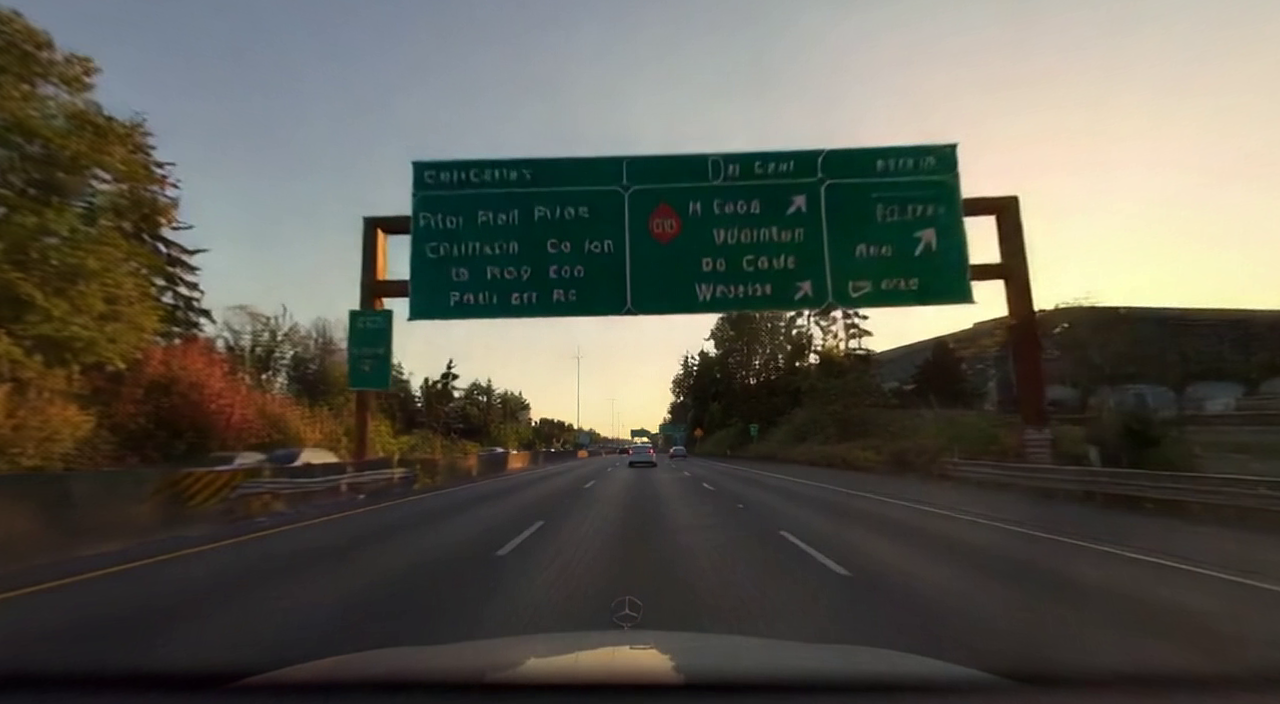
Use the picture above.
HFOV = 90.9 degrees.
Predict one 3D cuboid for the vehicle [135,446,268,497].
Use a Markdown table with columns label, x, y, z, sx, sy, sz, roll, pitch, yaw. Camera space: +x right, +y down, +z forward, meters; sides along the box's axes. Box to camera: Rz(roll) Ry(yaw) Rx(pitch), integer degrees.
| label | x | y | z | sx | sy | sz | roll | pitch | yaw |
| --- | --- | --- | --- | --- | --- | --- | --- | --- | --- |
| vehicle | -16.746 | 4.553 | 24.369 | 1.951 | 1.749 | 4.298 | 0 | -9 | 1 |

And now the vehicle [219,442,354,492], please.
| label | x | y | z | sx | sy | sz | roll | pitch | yaw |
| --- | --- | --- | --- | --- | --- | --- | --- | --- | --- |
| vehicle | -11.907 | 3.886 | 21.647 | 1.969 | 1.539 | 4.538 | 0 | -9 | 0 |

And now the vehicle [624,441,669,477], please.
| label | x | y | z | sx | sy | sz | roll | pitch | yaw |
| --- | --- | --- | --- | --- | --- | --- | --- | --- | --- |
| vehicle | 0.370 | 5.000 | 29.658 | 1.936 | 1.545 | 4.116 | -1 | -9 | 3 |
